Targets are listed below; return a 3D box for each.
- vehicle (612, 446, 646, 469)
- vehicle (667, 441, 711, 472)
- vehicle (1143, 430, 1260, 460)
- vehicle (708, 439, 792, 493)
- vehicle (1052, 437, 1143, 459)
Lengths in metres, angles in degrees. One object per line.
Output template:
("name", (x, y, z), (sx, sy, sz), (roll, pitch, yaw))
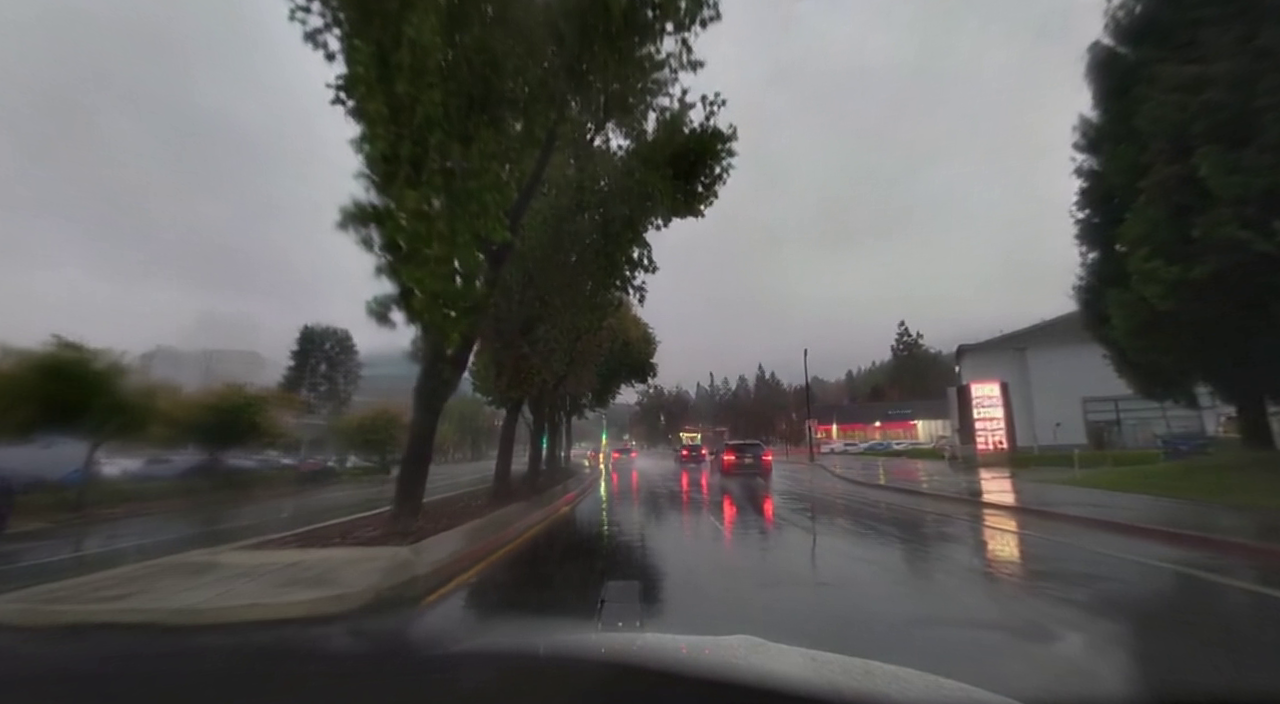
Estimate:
("vehicle", (-0.806, 7.185, 43.250), (2.068, 1.512, 3.987), (0, -8, -4))
("vehicle", (2.885, 6.303, 38.327), (2.046, 1.768, 4.370), (0, -9, -4))
("vehicle", (32.978, 5.467, 37.224), (4.894, 1.710, 2.075), (0, -8, -1))
("vehicle", (3.563, 3.756, 21.196), (1.966, 1.596, 3.980), (0, -8, -2))
("vehicle", (32.648, 6.860, 45.155), (4.860, 1.461, 2.041), (0, -9, 0))
